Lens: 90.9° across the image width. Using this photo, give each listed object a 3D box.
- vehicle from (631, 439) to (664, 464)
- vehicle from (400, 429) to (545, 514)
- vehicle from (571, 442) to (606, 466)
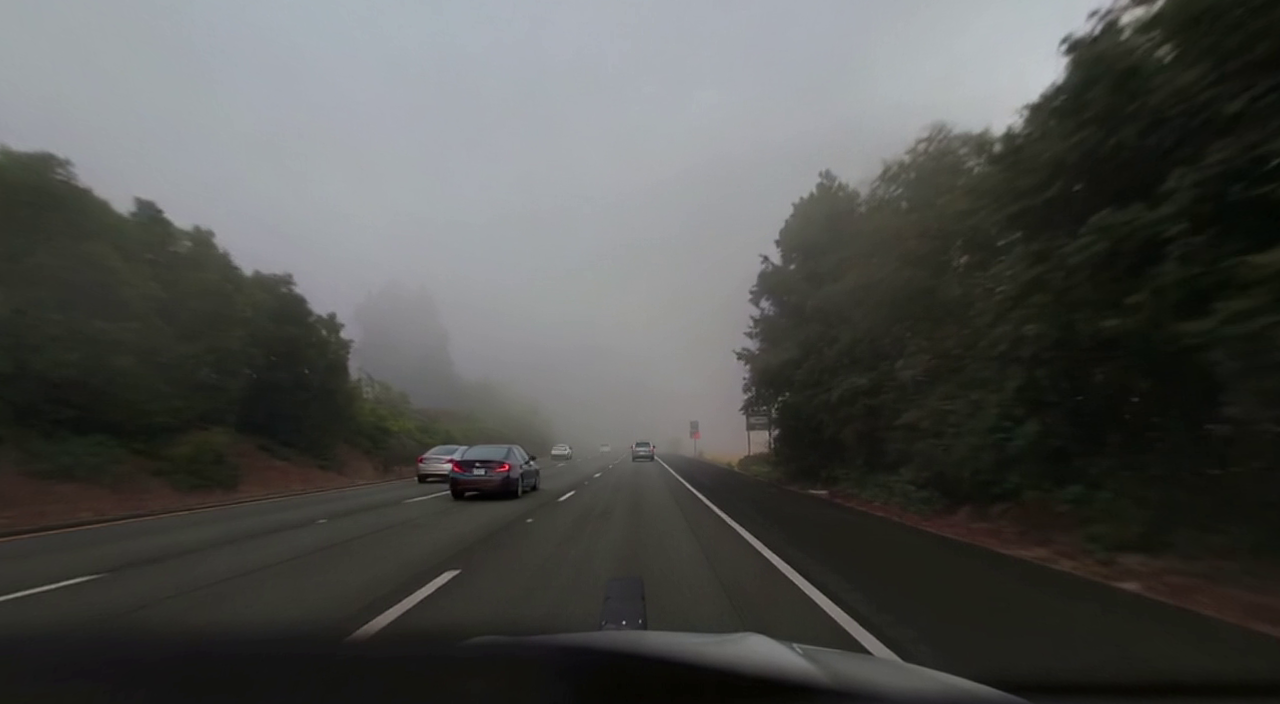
[{"bbox_3d":[0.483,7.049,44.948,2.259,1.697,4.106,0,-8,-1],"label":"vehicle"},{"bbox_3d":[-3.572,2.631,14.432,2.028,1.634,4.441,0,-8,1],"label":"vehicle"},{"bbox_3d":[-3.432,6.905,42.926,2.066,1.497,4.253,0,-8,0],"label":"vehicle"}]
